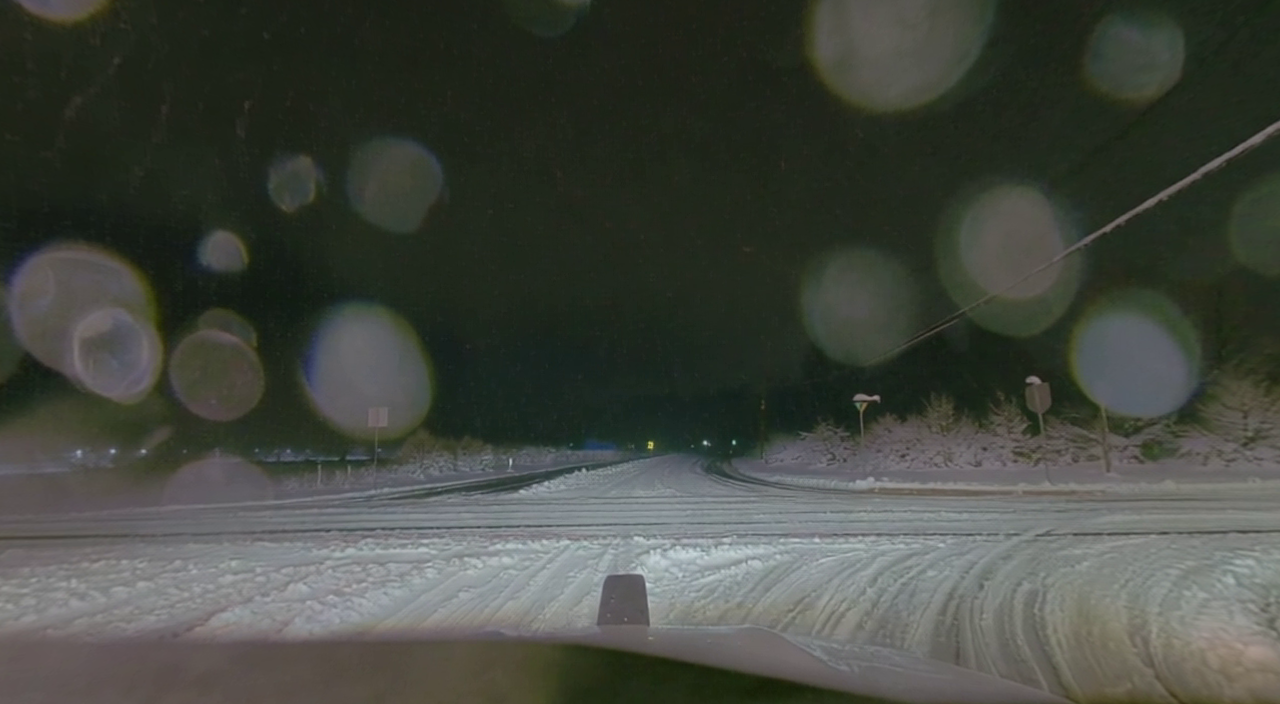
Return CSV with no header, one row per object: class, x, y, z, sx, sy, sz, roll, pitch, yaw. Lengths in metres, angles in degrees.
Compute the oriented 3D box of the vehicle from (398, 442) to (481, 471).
vehicle,-12.676,6.628,40.074,4.590,1.735,1.973,-1,-9,3
